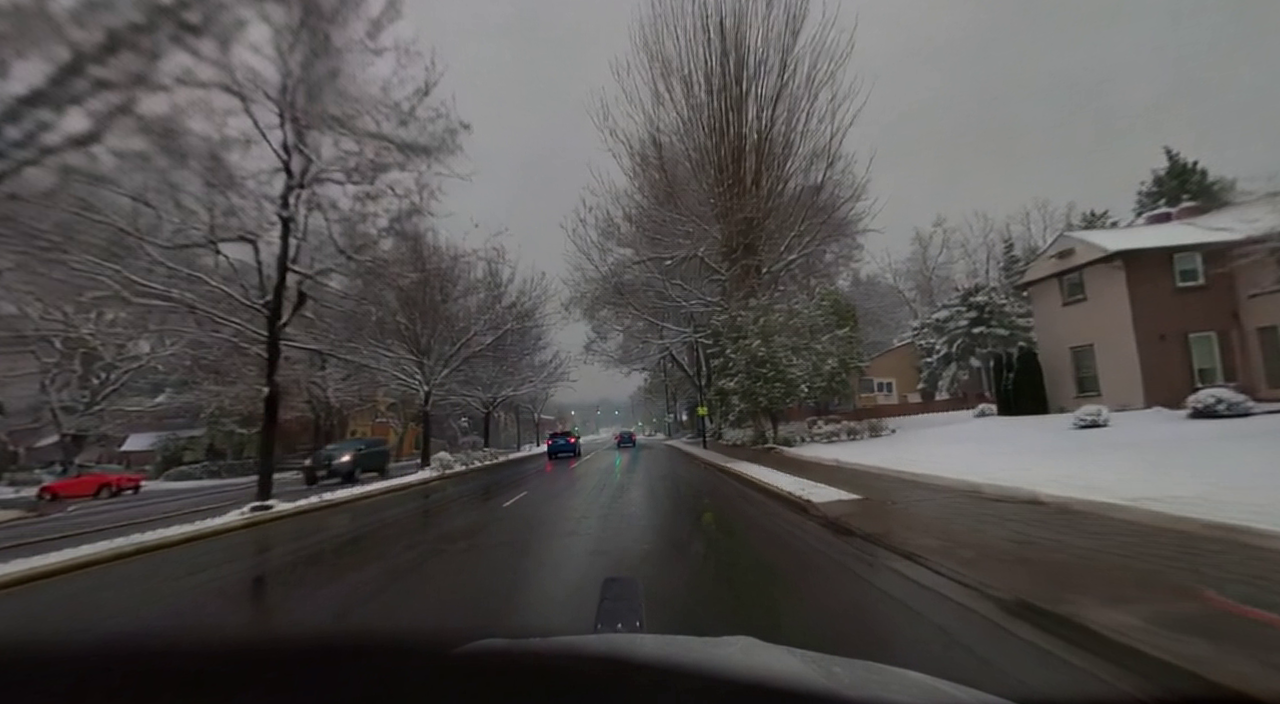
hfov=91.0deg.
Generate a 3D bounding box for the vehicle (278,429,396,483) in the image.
[{"bbox_3d":[-12.358,4.264,26.219,2.292,1.882,5.655,-3,-8,-2],"label":"vehicle"}]

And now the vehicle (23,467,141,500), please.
[{"bbox_3d":[-29.752,7.021,33.668,4.605,1.453,1.809,-2,-7,0],"label":"vehicle"}]

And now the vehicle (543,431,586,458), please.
[{"bbox_3d":[-4.483,5.525,38.044,2.083,1.460,4.527,-2,-7,-1],"label":"vehicle"}]
